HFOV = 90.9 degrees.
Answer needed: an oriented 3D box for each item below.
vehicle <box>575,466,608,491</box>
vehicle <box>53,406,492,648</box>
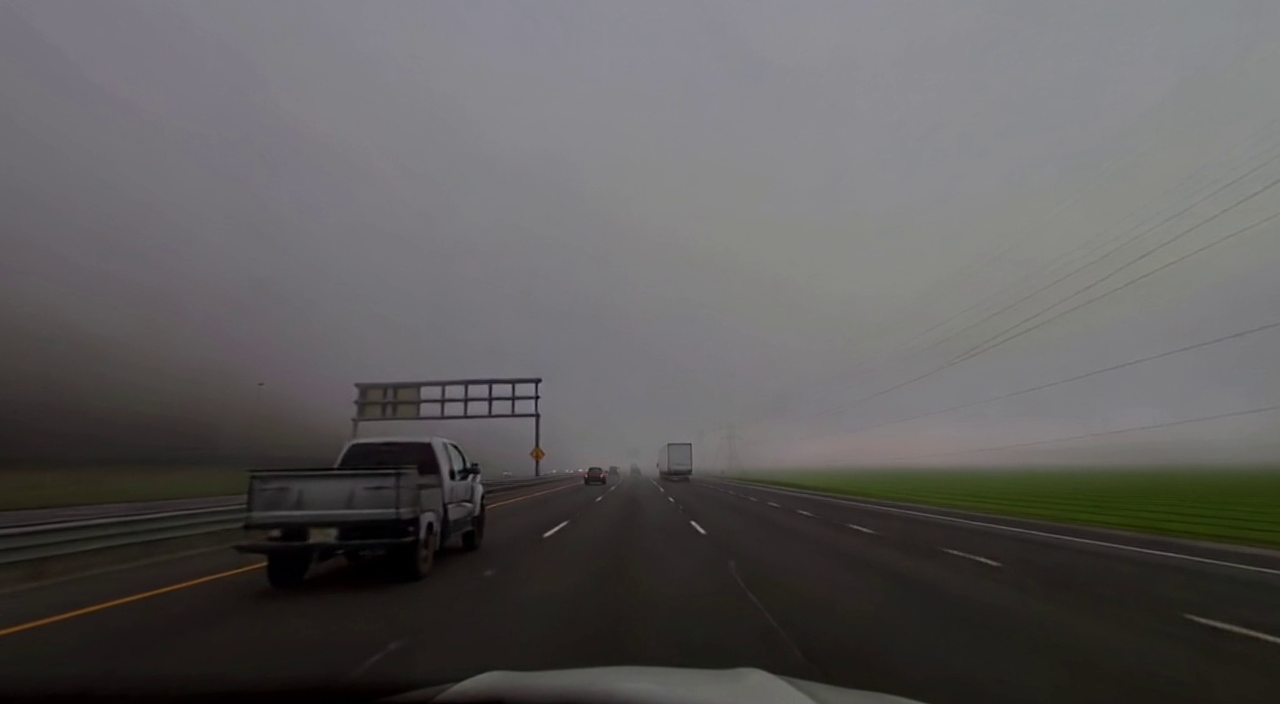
[{"bbox_3d":[-3.289,8.683,43.390,1.942,1.597,3.943,1,-11,0],"label":"vehicle"},{"bbox_3d":[-3.193,1.684,6.872,2.065,1.722,4.441,1,-11,0],"label":"vehicle"}]
